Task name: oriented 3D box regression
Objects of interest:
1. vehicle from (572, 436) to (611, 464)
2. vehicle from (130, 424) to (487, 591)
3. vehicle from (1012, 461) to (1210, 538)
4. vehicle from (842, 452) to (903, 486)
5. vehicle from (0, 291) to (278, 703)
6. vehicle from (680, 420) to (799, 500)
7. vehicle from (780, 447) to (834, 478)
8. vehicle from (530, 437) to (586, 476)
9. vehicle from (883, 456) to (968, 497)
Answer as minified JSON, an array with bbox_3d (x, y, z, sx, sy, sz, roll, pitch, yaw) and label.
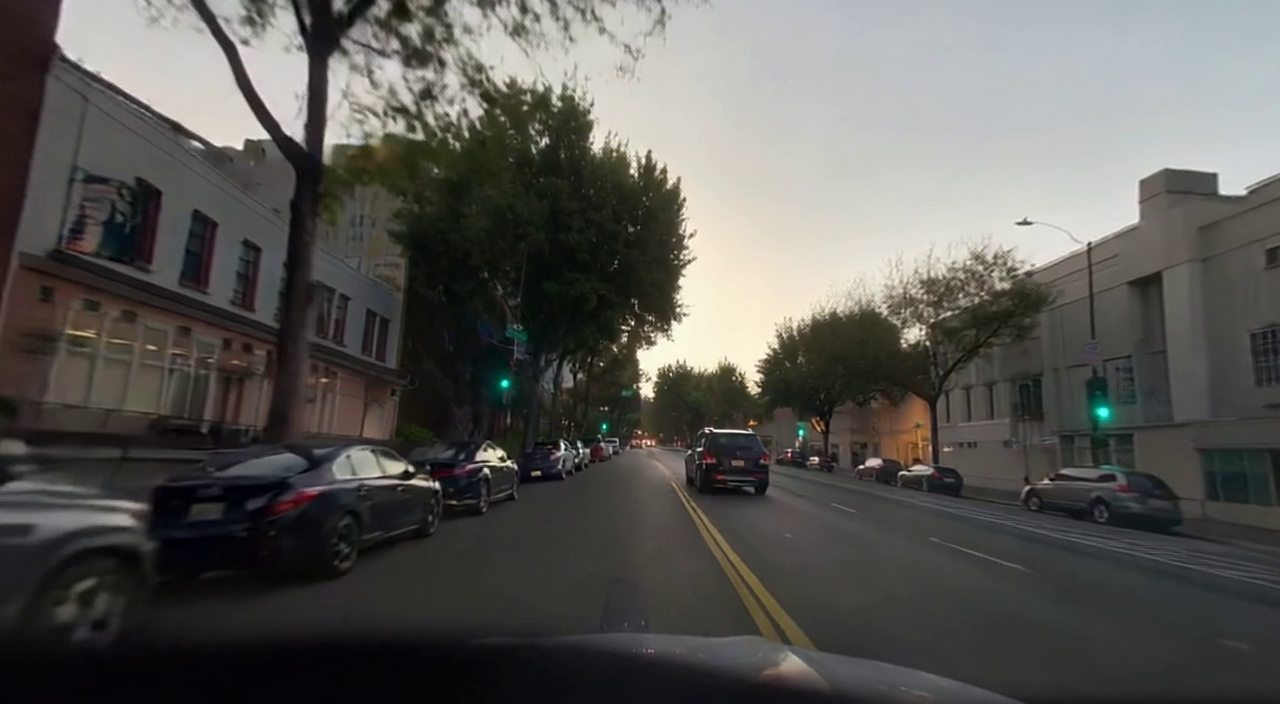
[{"bbox_3d":[-2.992,6.142,39.641,1.933,1.652,4.508,0,-8,2],"label":"vehicle"},{"bbox_3d":[-3.487,1.682,7.834,1.989,1.467,4.350,0,-8,1],"label":"vehicle"},{"bbox_3d":[13.362,4.155,18.344,2.189,1.753,4.376,4,-9,-4],"label":"vehicle"},{"bbox_3d":[13.543,6.797,36.990,2.036,1.704,4.401,3,-8,1],"label":"vehicle"},{"bbox_3d":[-3.645,0.550,1.525,2.171,1.816,5.274,-1,-8,3],"label":"vehicle"},{"bbox_3d":[2.569,2.999,18.127,2.411,1.899,5.993,0,-8,0],"label":"vehicle"},{"bbox_3d":[9.916,6.568,37.812,2.022,1.512,4.120,5,-8,0],"label":"vehicle"},{"bbox_3d":[-3.404,4.390,26.851,1.842,1.497,4.238,0,-8,-1],"label":"vehicle"},{"bbox_3d":[13.355,5.808,29.780,1.866,1.554,4.393,2,-8,-2],"label":"vehicle"}]
